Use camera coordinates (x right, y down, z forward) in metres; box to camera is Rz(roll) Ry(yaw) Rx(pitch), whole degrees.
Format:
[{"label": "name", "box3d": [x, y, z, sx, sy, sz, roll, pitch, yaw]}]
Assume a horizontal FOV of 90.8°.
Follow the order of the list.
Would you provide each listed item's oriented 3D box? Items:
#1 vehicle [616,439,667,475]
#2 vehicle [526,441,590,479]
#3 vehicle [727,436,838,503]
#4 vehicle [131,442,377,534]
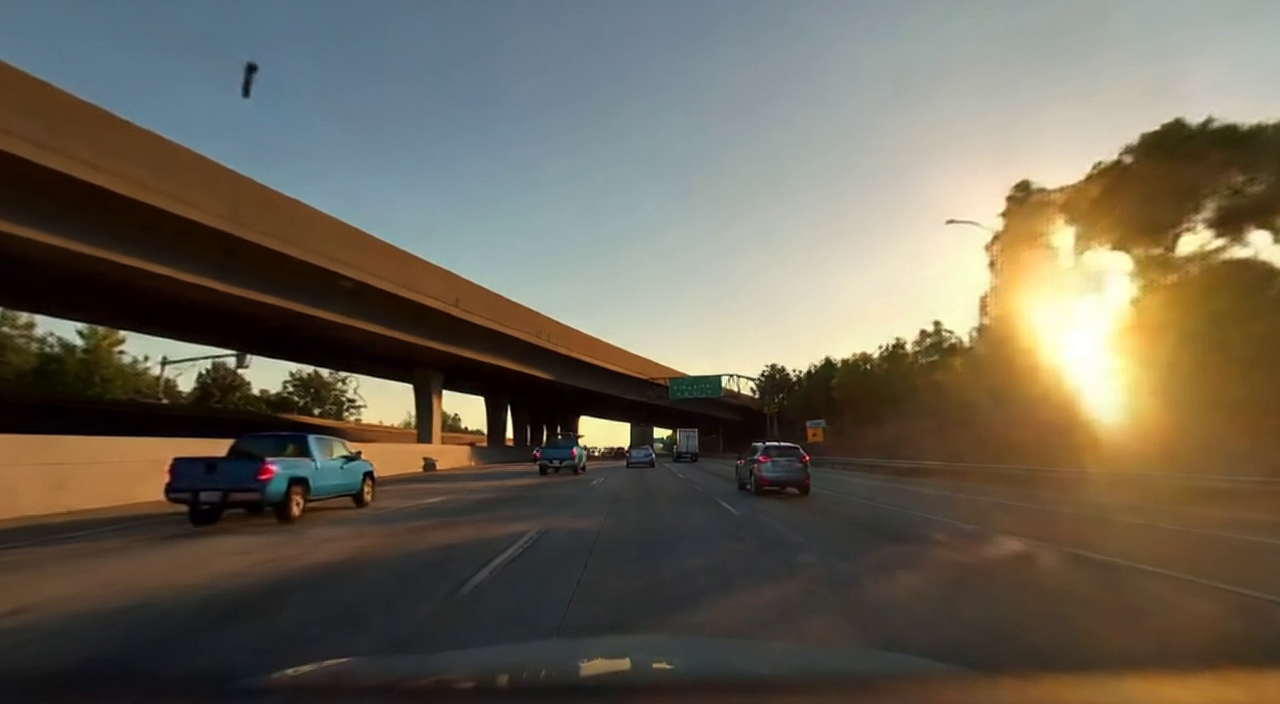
[{"label": "vehicle", "box3d": [0.051, 5.777, 34.913, 2.572, 1.837, 5.693, 0, -9, 0]}, {"label": "vehicle", "box3d": [-3.939, 5.297, 31.278, 2.535, 1.715, 5.030, 0, -9, 0]}, {"label": "vehicle", "box3d": [3.885, 3.286, 18.007, 2.119, 1.653, 4.000, 0, -9, -1]}, {"label": "vehicle", "box3d": [-7.131, 2.534, 12.430, 1.947, 1.444, 4.595, 0, -9, 0]}]
